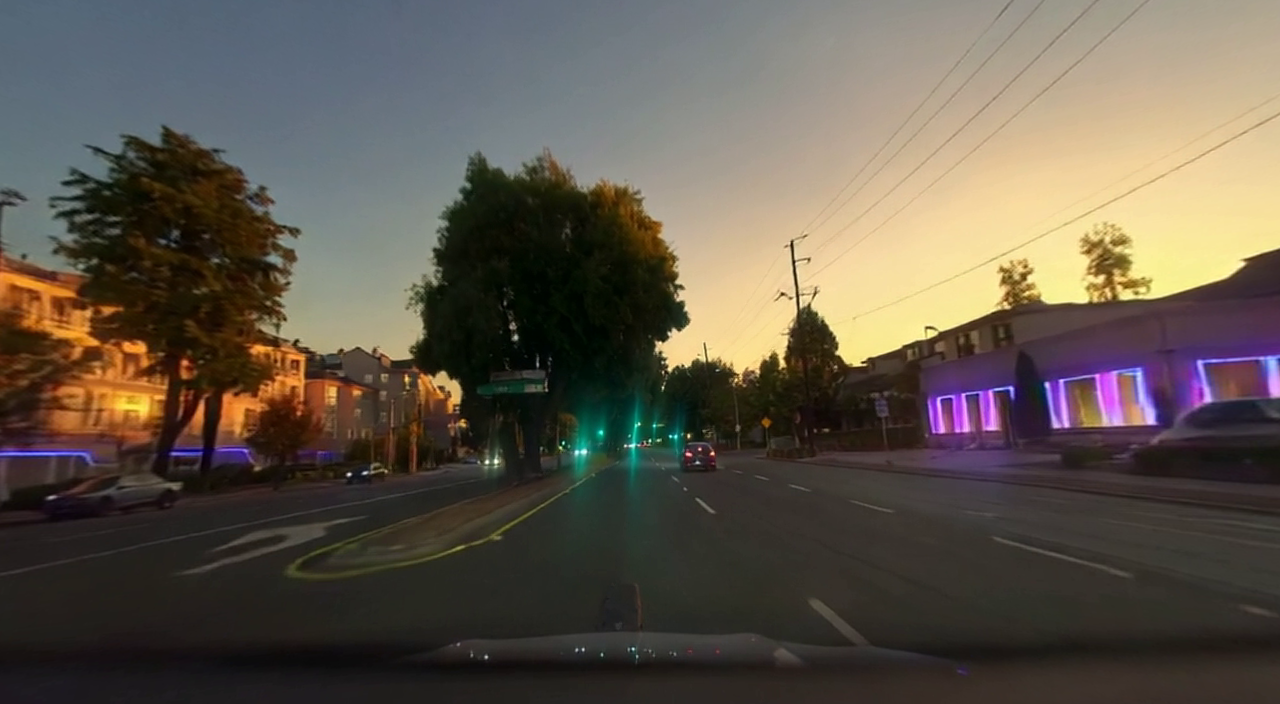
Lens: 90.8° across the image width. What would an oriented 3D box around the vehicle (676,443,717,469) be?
[{"bbox_3d":[3.266,6.106,37.199,1.929,1.411,4.284,0,-8,-1],"label":"vehicle"}]
